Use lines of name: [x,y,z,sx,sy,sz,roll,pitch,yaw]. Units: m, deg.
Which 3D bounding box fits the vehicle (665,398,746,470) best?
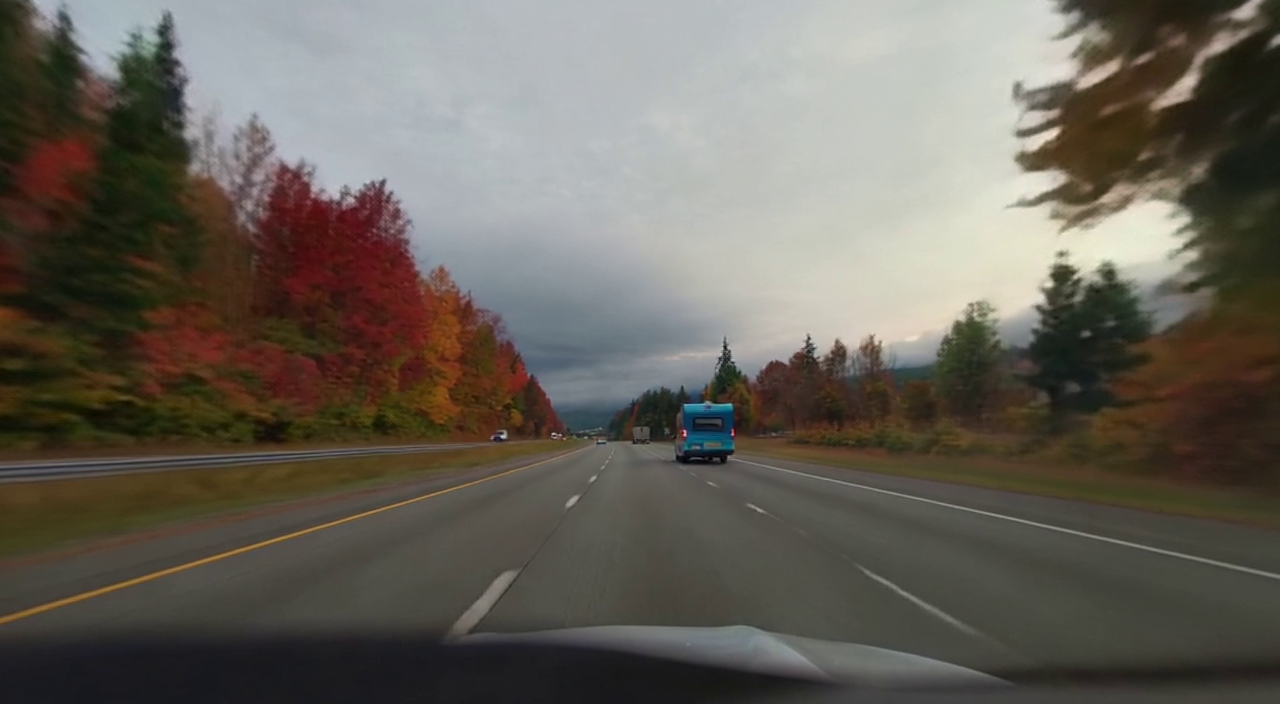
vehicle: [2.777,3.771,28.853,2.815,2.876,7.101,0,-8,-1]
